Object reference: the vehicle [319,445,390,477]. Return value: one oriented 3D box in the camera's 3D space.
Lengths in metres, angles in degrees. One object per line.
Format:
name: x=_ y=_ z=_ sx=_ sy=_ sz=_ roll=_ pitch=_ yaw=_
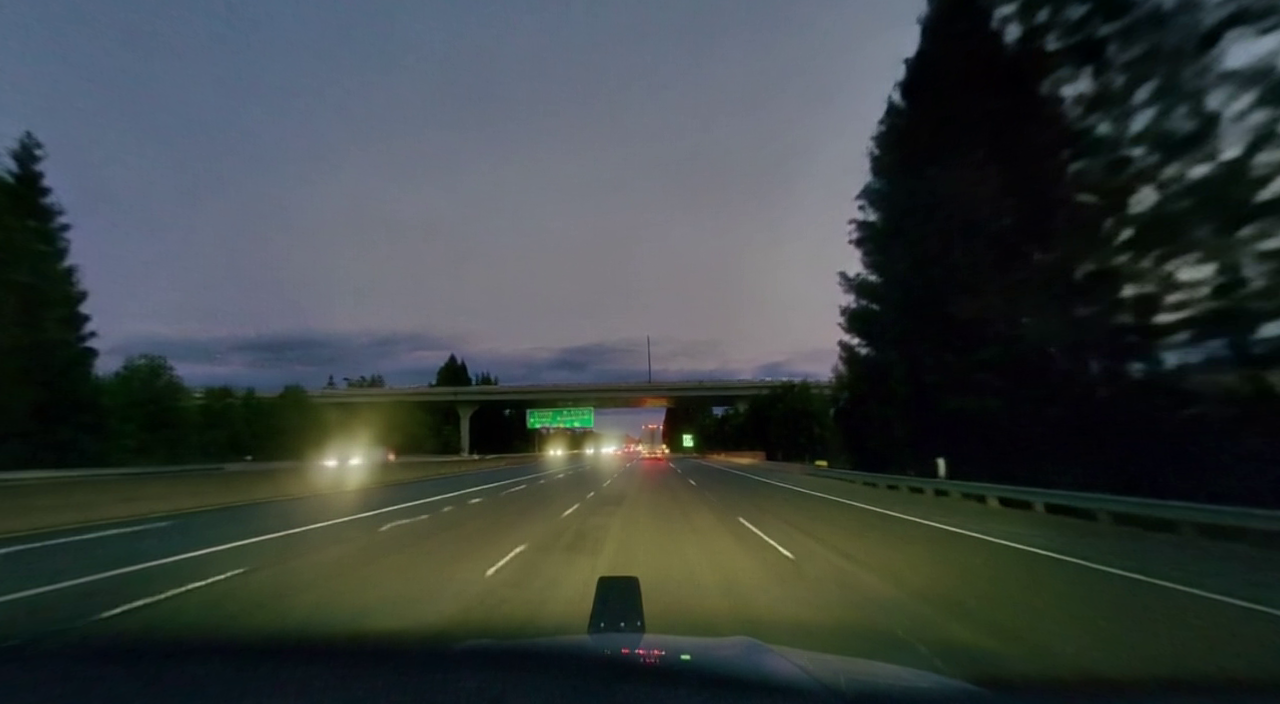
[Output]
vehicle: x=-15.810 y=6.048 z=35.152 sx=1.884 sy=1.631 sz=4.263 roll=-1 pitch=-9 yaw=1
